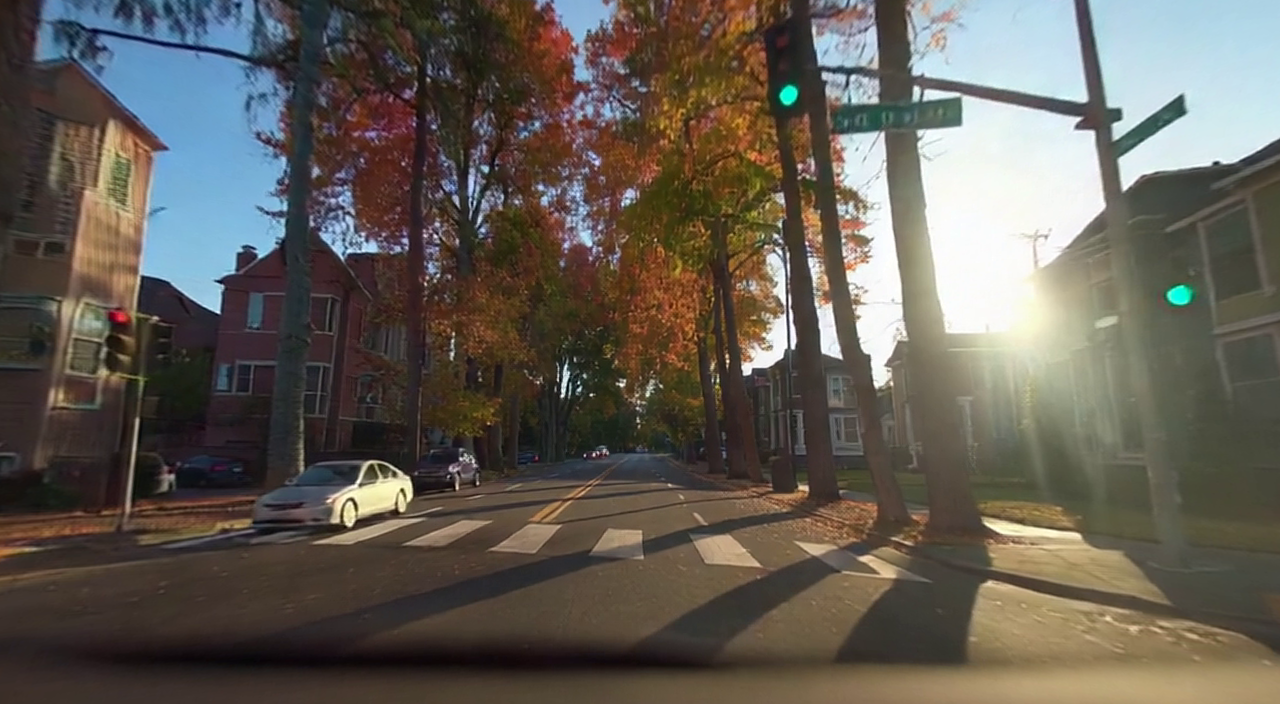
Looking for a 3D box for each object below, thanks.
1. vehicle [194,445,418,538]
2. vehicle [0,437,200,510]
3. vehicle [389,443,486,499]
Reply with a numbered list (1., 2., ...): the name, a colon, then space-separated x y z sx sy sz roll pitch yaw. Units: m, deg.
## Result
1. vehicle: -6.486 2.710 13.046 2.235 1.530 4.471 0 -8 -1
2. vehicle: -14.882 3.122 16.899 2.280 1.635 4.550 -3 -9 18
3. vehicle: -7.449 4.378 23.962 2.129 1.730 5.544 0 -7 -3
